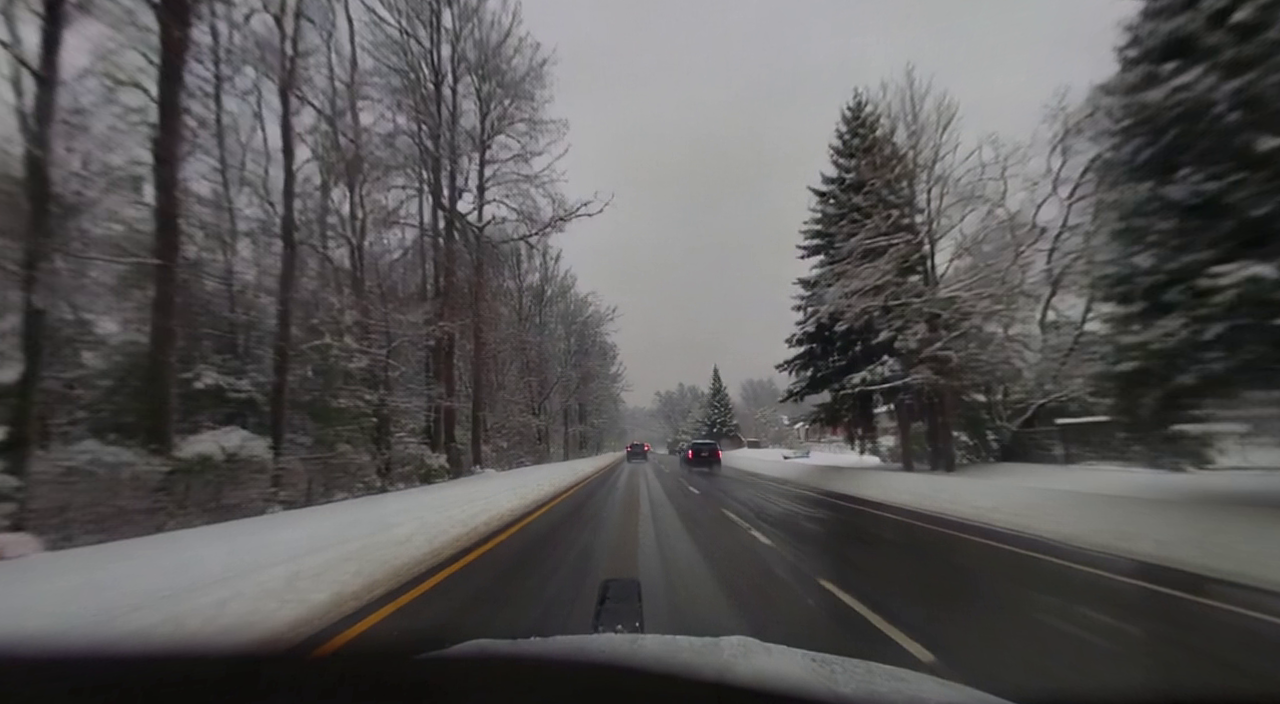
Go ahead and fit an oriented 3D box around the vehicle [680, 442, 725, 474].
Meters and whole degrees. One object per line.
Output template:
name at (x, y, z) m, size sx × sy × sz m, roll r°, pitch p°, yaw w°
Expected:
vehicle at (3.369, 5.781, 34.760) m, size 1.888 × 1.640 × 4.044 m, roll 0°, pitch -9°, yaw -2°
